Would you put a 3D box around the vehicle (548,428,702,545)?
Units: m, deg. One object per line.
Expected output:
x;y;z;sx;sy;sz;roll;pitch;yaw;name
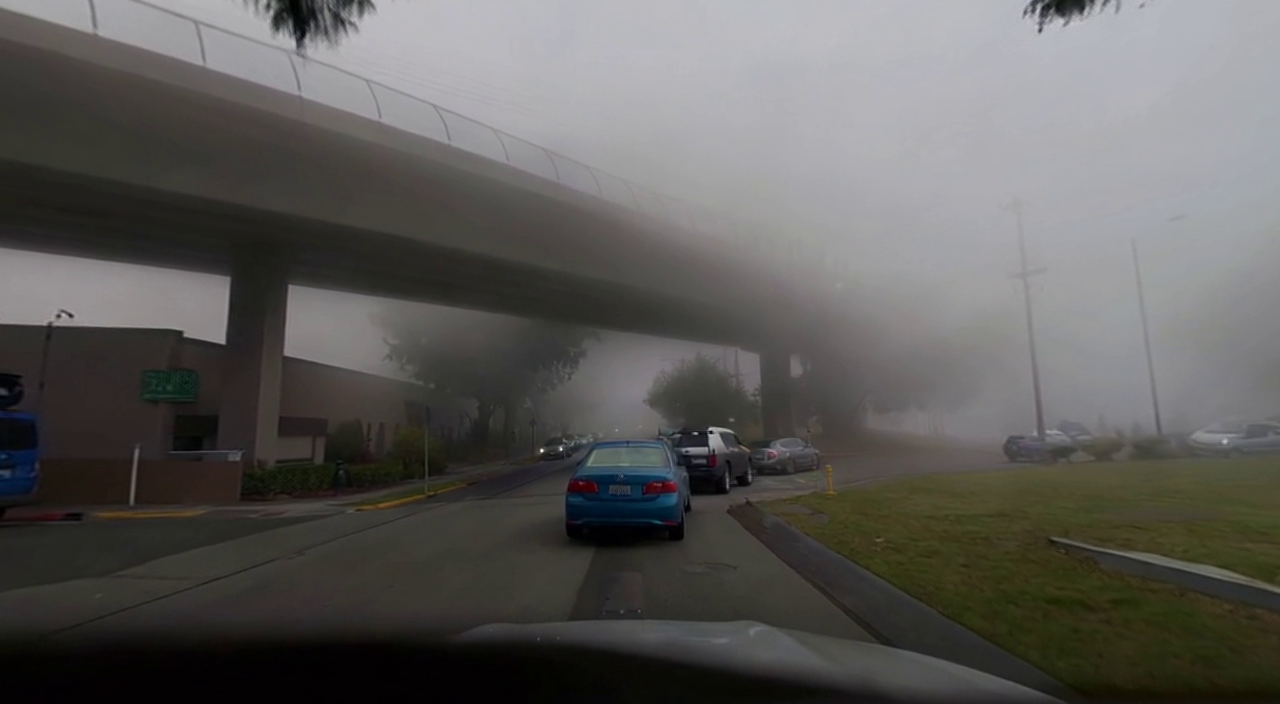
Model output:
-0.110;2.186;10.975;2.087;1.578;4.652;-1;-9;2;vehicle

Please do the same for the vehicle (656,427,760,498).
2.279;3.381;19.736;2.241;1.885;4.771;-3;-9;18;vehicle

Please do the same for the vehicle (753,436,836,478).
7.256;4.853;29.479;1.995;1.762;4.310;-7;-11;39;vehicle
